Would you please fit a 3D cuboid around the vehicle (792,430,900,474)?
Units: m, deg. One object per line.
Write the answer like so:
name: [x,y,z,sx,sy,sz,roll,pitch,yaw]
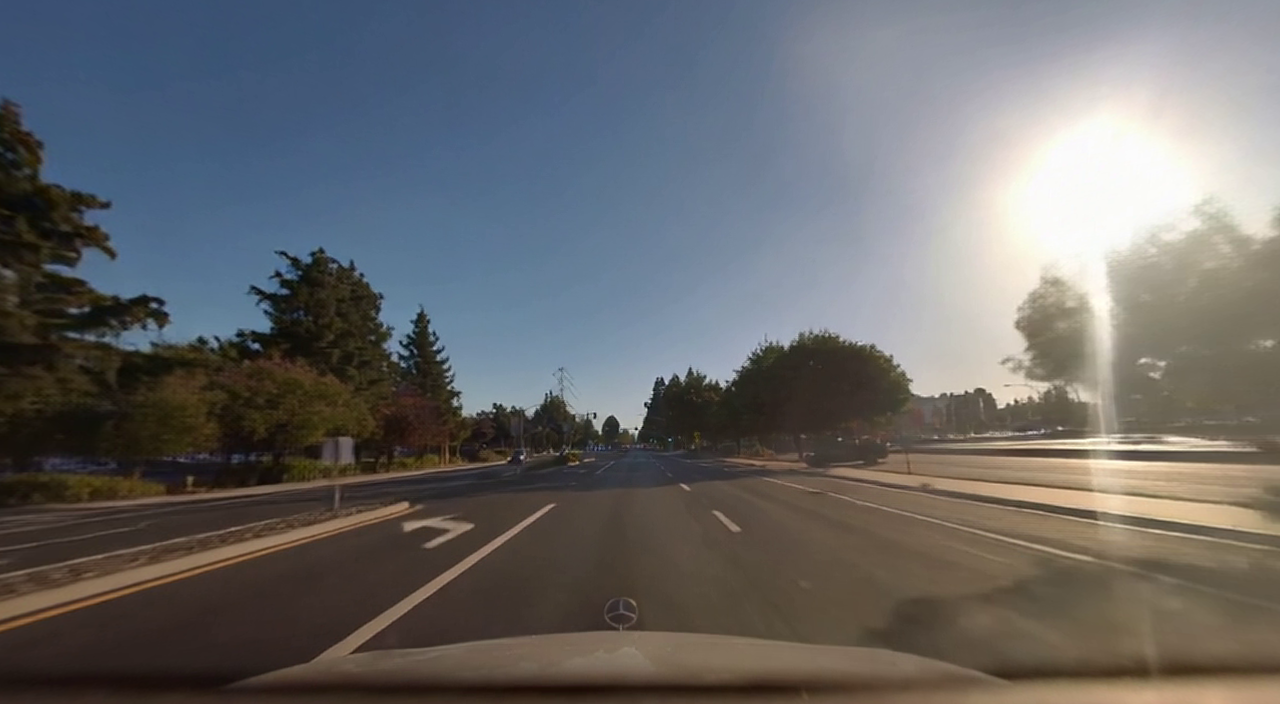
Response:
vehicle: [12.330,5.993,38.116,5.581,1.926,2.324,-7,-7,-1]
